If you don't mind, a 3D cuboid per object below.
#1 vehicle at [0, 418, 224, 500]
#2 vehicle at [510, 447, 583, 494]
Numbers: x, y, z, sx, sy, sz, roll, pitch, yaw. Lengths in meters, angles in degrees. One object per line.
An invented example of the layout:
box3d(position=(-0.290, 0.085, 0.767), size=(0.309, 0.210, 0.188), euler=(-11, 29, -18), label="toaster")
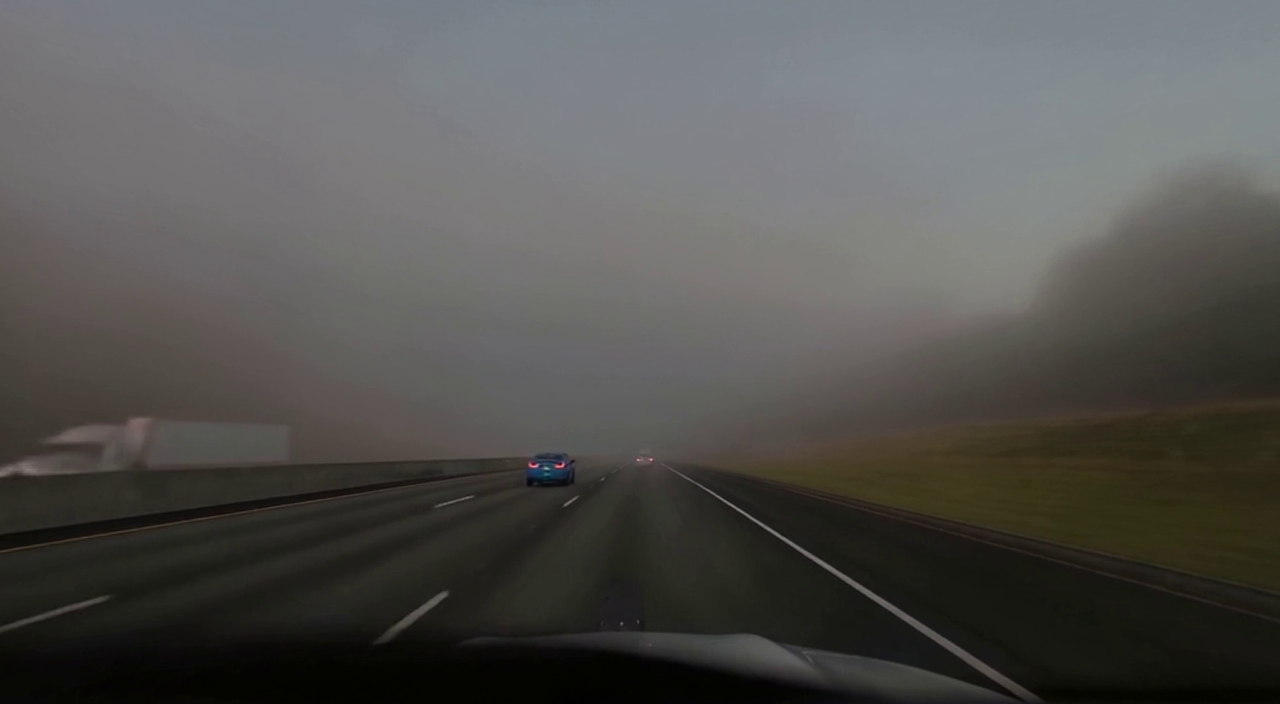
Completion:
box3d(position=(-22.794, 4.617, 27.685), size=(2.676, 2.929, 9.366), euler=(0, -9, 0), label="vehicle")
box3d(position=(-3.233, 4.177, 22.651), size=(1.978, 1.498, 4.080), euler=(0, -9, 0), label="vehicle")
